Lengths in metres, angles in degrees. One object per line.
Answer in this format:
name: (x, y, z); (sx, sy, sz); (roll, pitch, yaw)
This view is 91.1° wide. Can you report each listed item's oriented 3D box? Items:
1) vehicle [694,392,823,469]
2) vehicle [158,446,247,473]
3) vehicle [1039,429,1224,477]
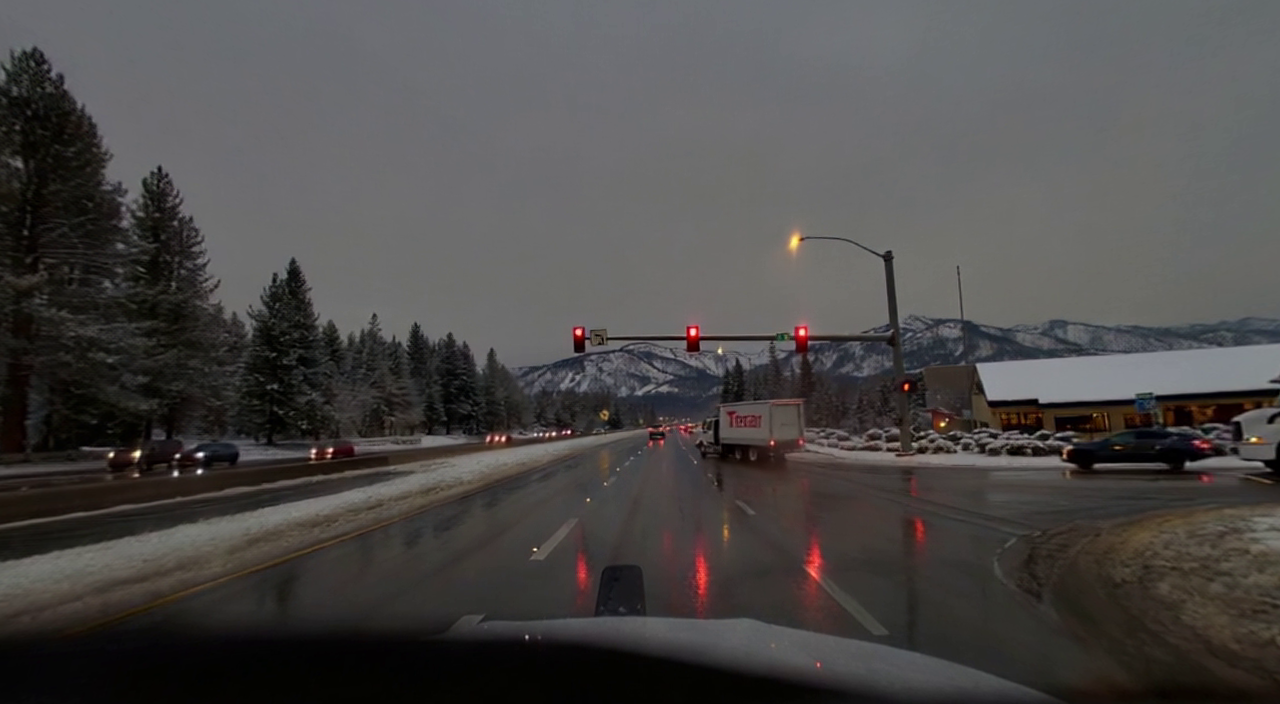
vehicle: (5.741, 4.100, 32.095); (3.237, 3.414, 7.088); (3, -9, -20)
vehicle: (-26.225, 6.437, 37.875); (1.868, 1.469, 4.746); (0, -9, 1)
vehicle: (16.592, 3.443, 21.503); (4.508, 1.493, 1.907); (-3, -9, 19)
